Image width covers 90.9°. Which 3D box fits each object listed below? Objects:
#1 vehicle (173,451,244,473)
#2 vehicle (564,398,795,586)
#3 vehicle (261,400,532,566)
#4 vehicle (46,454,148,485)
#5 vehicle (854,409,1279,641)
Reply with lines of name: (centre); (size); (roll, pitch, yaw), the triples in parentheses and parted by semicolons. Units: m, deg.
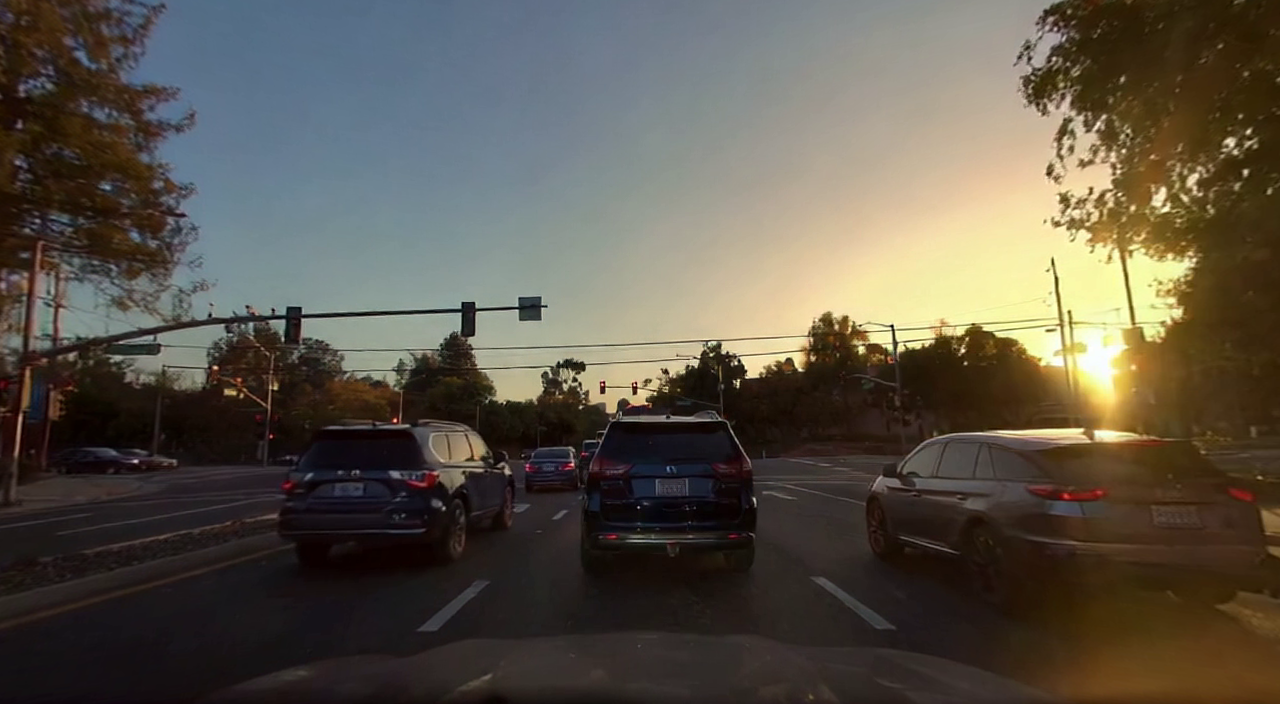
vehicle: (-32.726, 8.332, 47.887); (4.067, 1.593, 1.810); (-1, -8, 3)
vehicle: (0.387, 1.652, 8.222); (2.172, 1.764, 4.338); (0, -8, 0)
vehicle: (-3.113, 1.815, 9.492); (2.054, 1.814, 4.941); (0, -8, 1)
vehicle: (-31.209, 6.746, 36.302); (4.395, 1.636, 1.926); (-1, -9, 9)
vehicle: (3.914, 1.493, 6.435); (1.954, 1.592, 3.992); (0, -8, -1)
